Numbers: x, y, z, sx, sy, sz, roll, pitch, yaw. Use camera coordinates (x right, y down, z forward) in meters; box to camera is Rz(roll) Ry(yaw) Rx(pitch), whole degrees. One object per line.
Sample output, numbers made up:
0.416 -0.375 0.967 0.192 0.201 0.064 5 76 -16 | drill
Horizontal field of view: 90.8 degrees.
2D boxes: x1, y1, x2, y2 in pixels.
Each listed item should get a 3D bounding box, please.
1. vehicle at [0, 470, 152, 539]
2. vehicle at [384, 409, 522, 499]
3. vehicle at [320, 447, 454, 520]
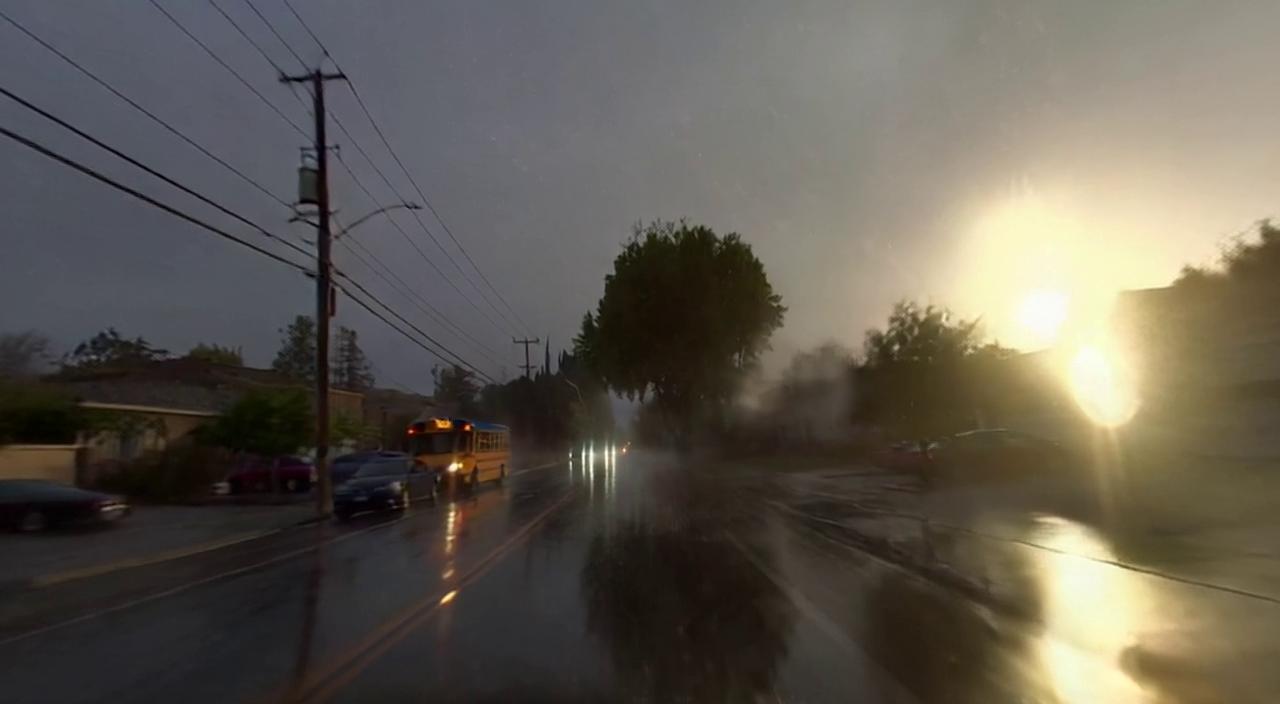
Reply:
-14.579 3.617 15.325 4.296 1.420 1.874 -2 -9 12 | vehicle
-6.676 3.820 23.900 2.835 2.876 7.091 0 -9 2 | vehicle
-6.802 3.530 17.608 2.023 1.721 4.418 0 -9 -2 | vehicle
